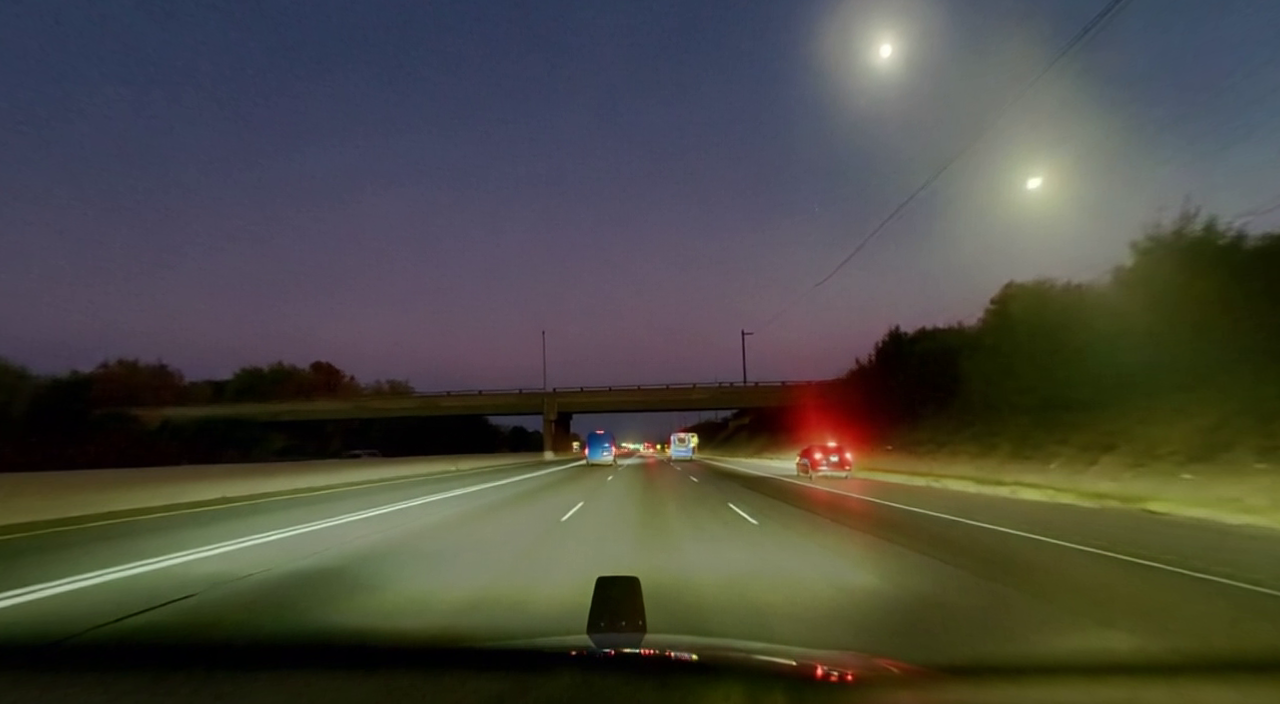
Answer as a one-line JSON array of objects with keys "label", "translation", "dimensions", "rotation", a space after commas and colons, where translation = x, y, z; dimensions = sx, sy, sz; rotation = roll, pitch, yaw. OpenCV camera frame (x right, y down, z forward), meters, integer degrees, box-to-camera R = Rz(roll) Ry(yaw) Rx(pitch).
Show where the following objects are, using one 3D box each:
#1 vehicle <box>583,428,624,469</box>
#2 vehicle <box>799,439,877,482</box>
[{"label": "vehicle", "translation": [-2.437, 6.633, 43.347], "dimensions": [2.451, 2.627, 5.868], "rotation": [0, -9, 0]}, {"label": "vehicle", "translation": [8.367, 4.628, 27.033], "dimensions": [1.936, 1.664, 4.198], "rotation": [0, -9, -1]}]
